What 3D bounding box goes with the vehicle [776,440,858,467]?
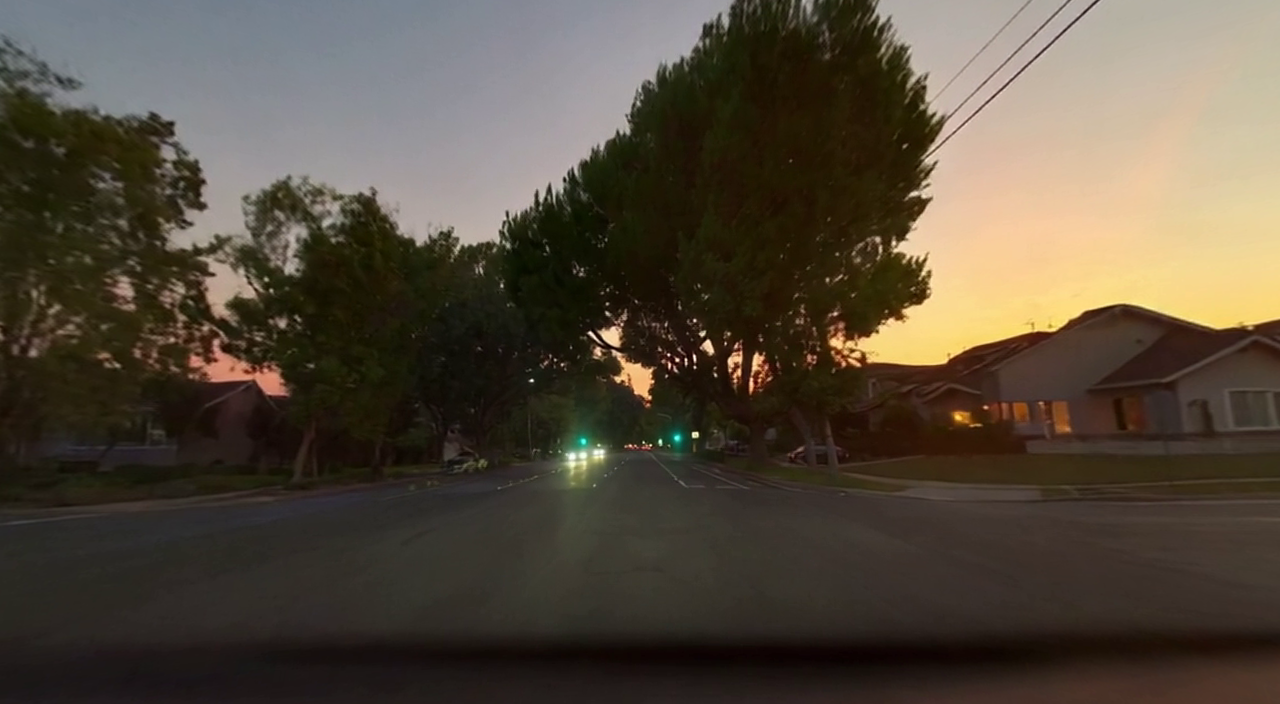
[{"bbox_3d":[11.778,6.779,42.278,4.782,1.494,1.963,-3,-9,0],"label":"vehicle"}]
